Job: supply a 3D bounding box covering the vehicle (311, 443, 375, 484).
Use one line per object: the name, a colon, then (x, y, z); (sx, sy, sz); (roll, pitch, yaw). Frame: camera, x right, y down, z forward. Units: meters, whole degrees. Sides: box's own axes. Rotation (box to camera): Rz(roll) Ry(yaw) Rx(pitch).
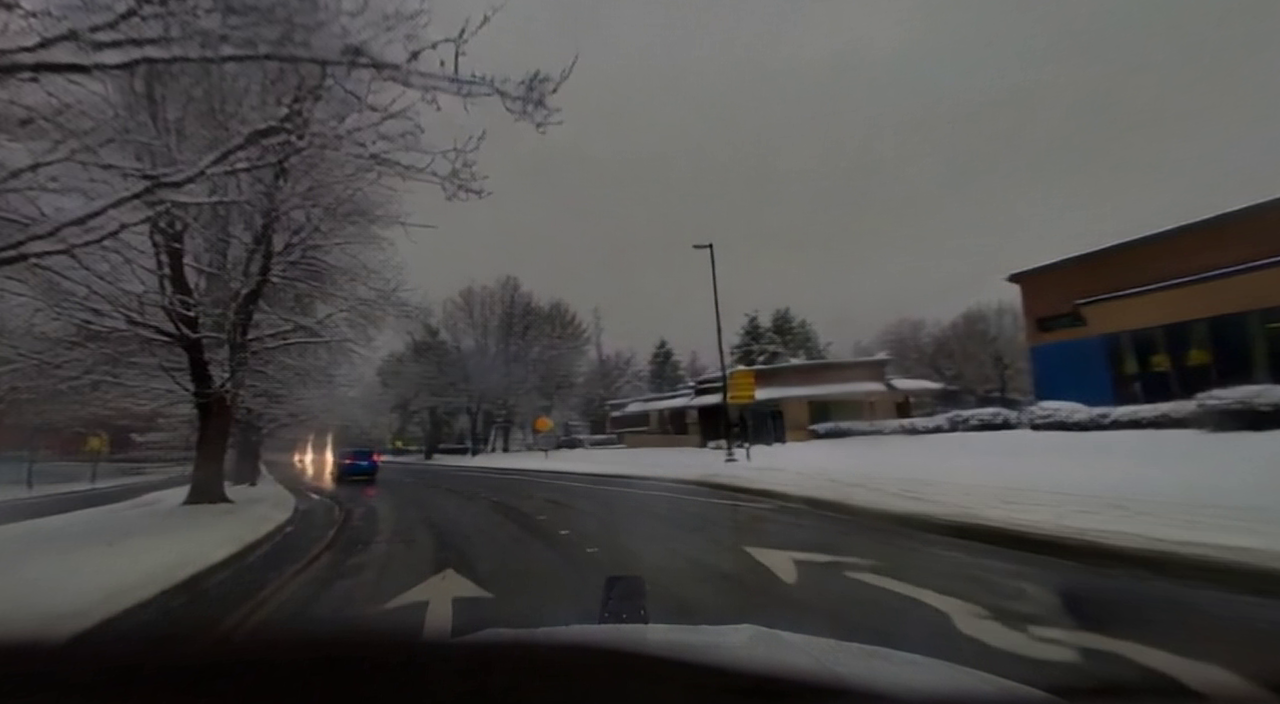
vehicle: (-14.817, 5.430, 31.267); (2.146, 1.814, 5.110); (5, -10, -32)
